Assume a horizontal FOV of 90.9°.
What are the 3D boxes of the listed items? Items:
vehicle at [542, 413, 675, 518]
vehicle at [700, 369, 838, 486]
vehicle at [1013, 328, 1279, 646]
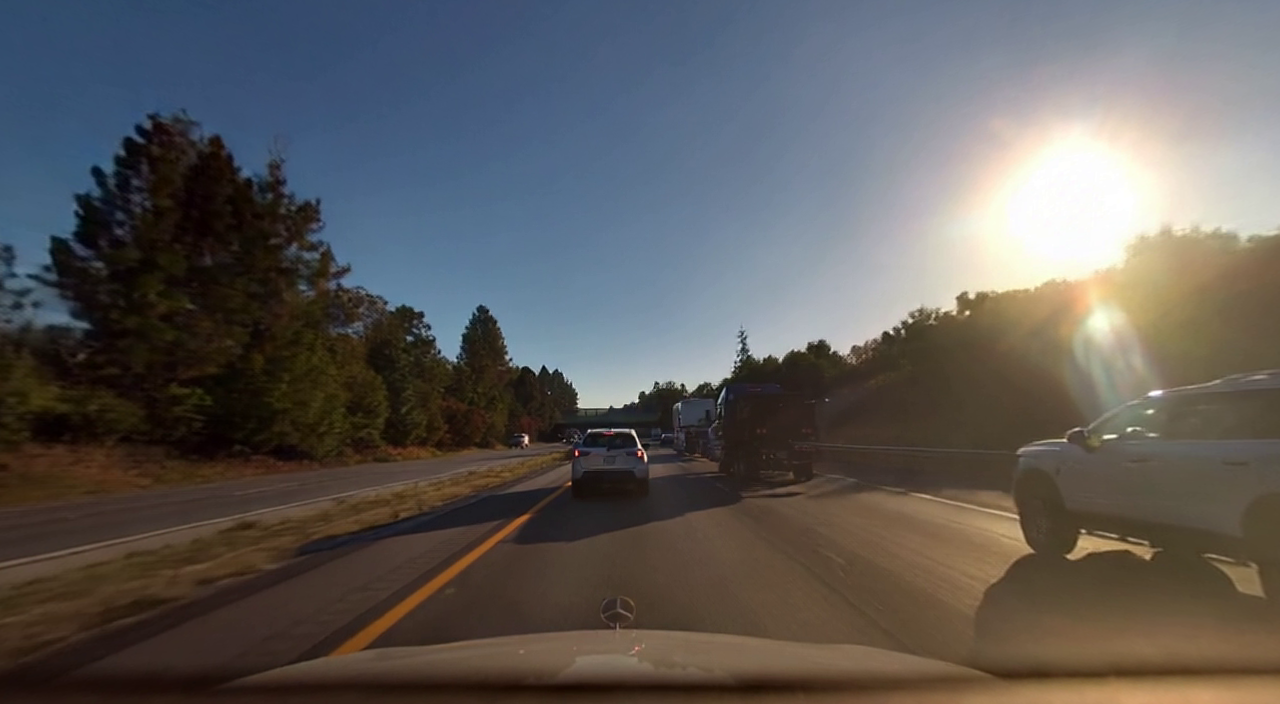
[{"bbox_3d":[-0.524,2.049,12.015,2.082,1.638,4.055,0,-8,-1],"label":"vehicle"},{"bbox_3d":[3.765,2.510,20.699,2.723,3.027,8.478,0,-7,0],"label":"vehicle"},{"bbox_3d":[4.879,0.908,4.518,2.011,1.905,3.905,0,-8,1],"label":"vehicle"}]
